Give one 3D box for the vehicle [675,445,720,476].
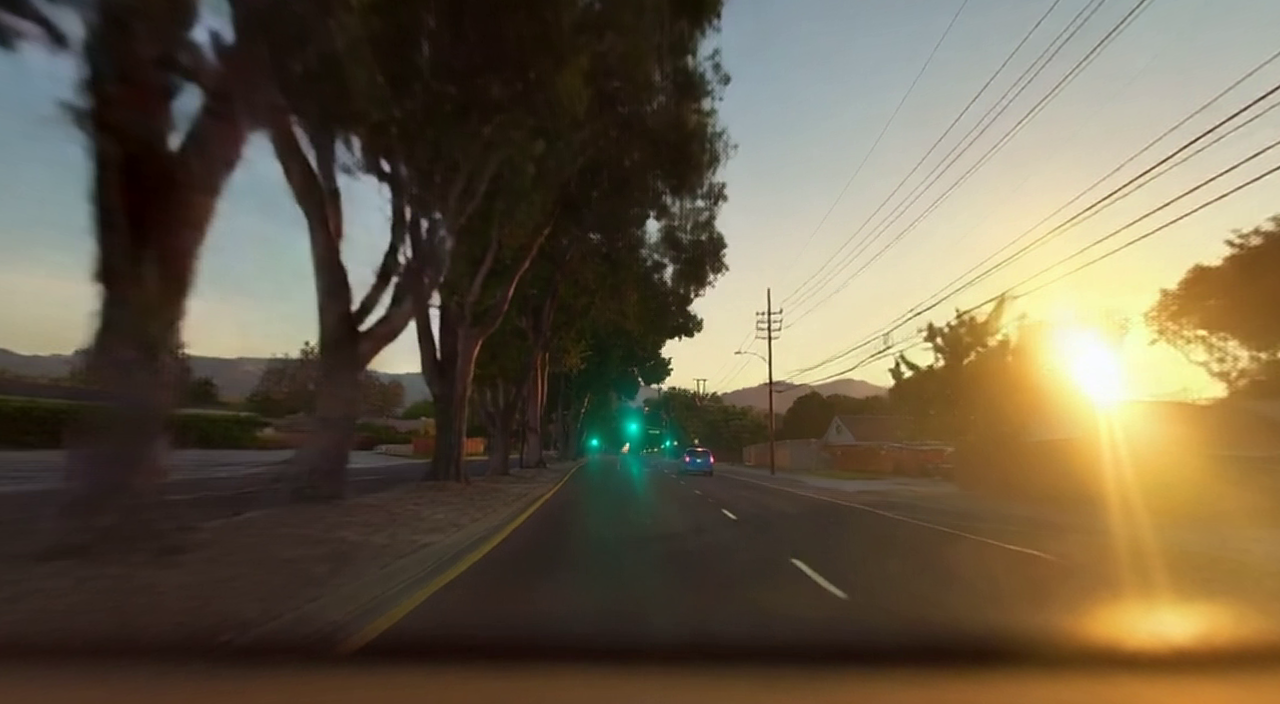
[{"bbox_3d":[3.462,6.576,38.564,2.240,1.781,4.433,0,-8,-1],"label":"vehicle"}]
